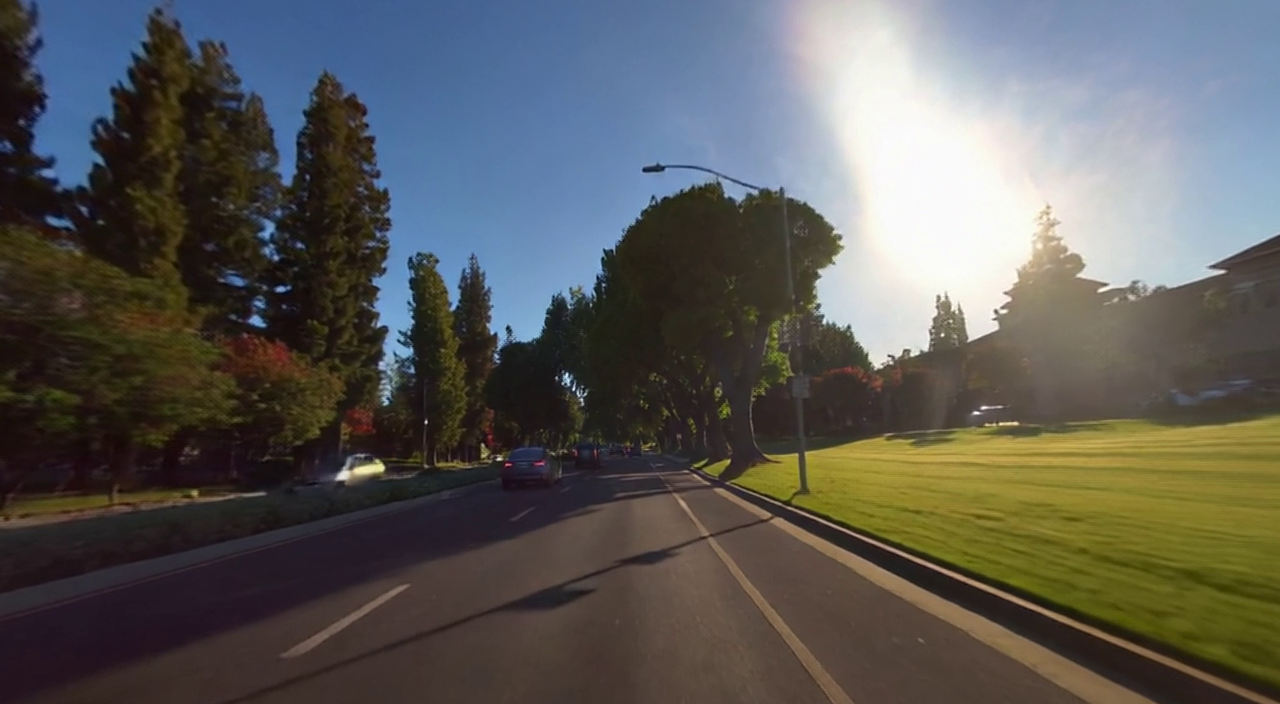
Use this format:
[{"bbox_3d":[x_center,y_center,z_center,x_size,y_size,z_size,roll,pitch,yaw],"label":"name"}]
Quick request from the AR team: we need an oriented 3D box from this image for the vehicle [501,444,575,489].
[{"bbox_3d":[-3.597,4.105,22.992,1.932,1.431,4.144,0,-9,1],"label":"vehicle"}]

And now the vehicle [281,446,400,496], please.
[{"bbox_3d":[-11.738,4.662,25.314,2.109,1.729,5.492,0,-9,0],"label":"vehicle"}]
